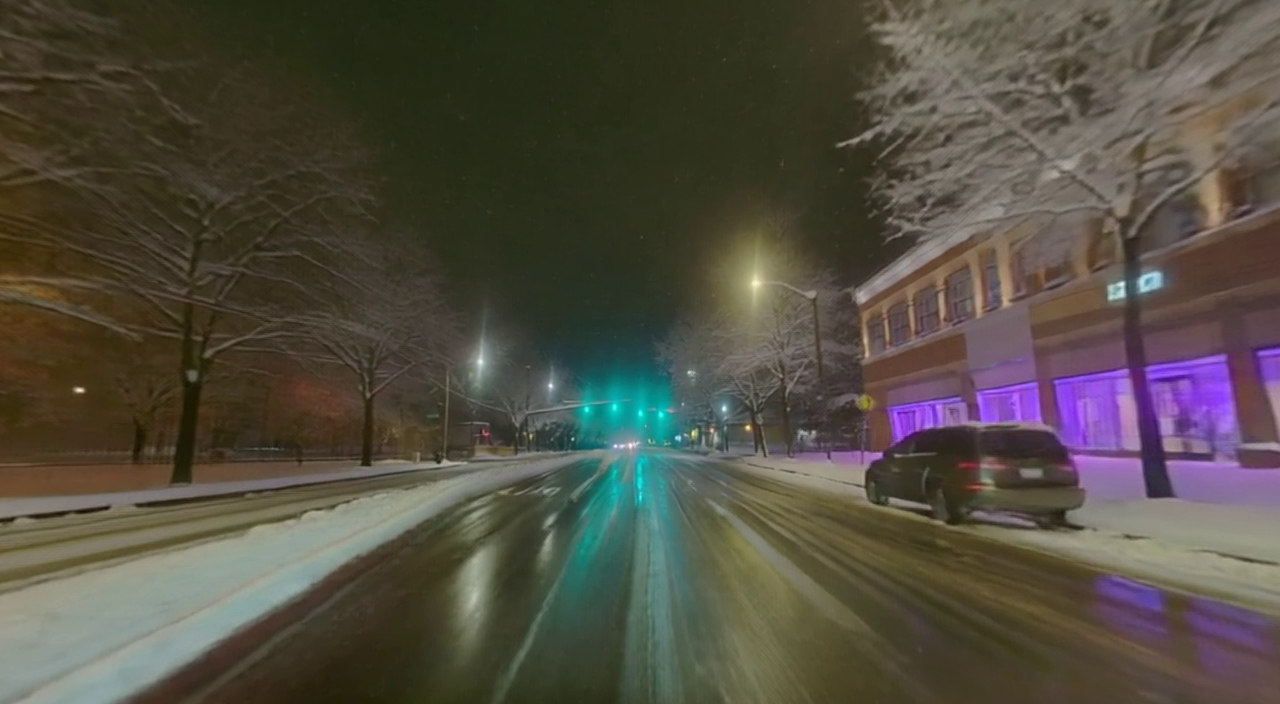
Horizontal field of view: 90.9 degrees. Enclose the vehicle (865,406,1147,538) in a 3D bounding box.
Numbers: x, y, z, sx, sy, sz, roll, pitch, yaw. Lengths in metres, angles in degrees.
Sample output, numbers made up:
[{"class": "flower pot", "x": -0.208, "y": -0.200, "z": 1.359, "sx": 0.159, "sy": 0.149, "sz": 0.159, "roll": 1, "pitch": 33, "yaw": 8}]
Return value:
[{"class": "vehicle", "x": 6.221, "y": 2.108, "z": 11.680, "sx": 2.112, "sy": 1.894, "sz": 4.910, "roll": 0, "pitch": -8, "yaw": -2}]
